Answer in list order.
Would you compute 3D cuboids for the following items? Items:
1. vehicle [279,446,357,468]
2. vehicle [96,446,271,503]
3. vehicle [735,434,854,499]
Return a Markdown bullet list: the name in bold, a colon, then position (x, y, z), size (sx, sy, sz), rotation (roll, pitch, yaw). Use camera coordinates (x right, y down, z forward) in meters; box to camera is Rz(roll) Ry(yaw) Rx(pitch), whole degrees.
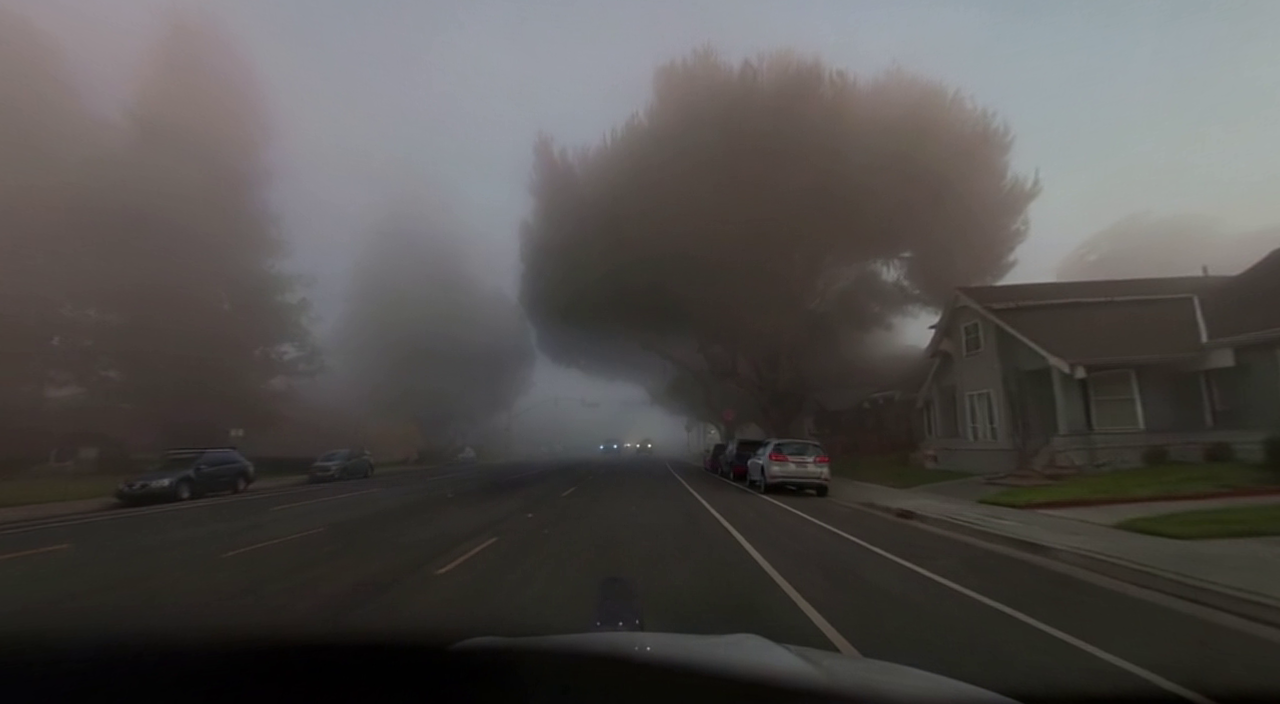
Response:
- **vehicle**: position (-22.266, 7.255, 43.783), size (4.397, 1.423, 1.789), rotation (-1, -8, 2)
- **vehicle**: position (-14.141, 3.782, 20.053), size (1.923, 1.535, 4.862), rotation (0, -8, 0)
- **vehicle**: position (3.913, 2.983, 16.922), size (1.956, 1.468, 4.524), rotation (0, -8, -1)
